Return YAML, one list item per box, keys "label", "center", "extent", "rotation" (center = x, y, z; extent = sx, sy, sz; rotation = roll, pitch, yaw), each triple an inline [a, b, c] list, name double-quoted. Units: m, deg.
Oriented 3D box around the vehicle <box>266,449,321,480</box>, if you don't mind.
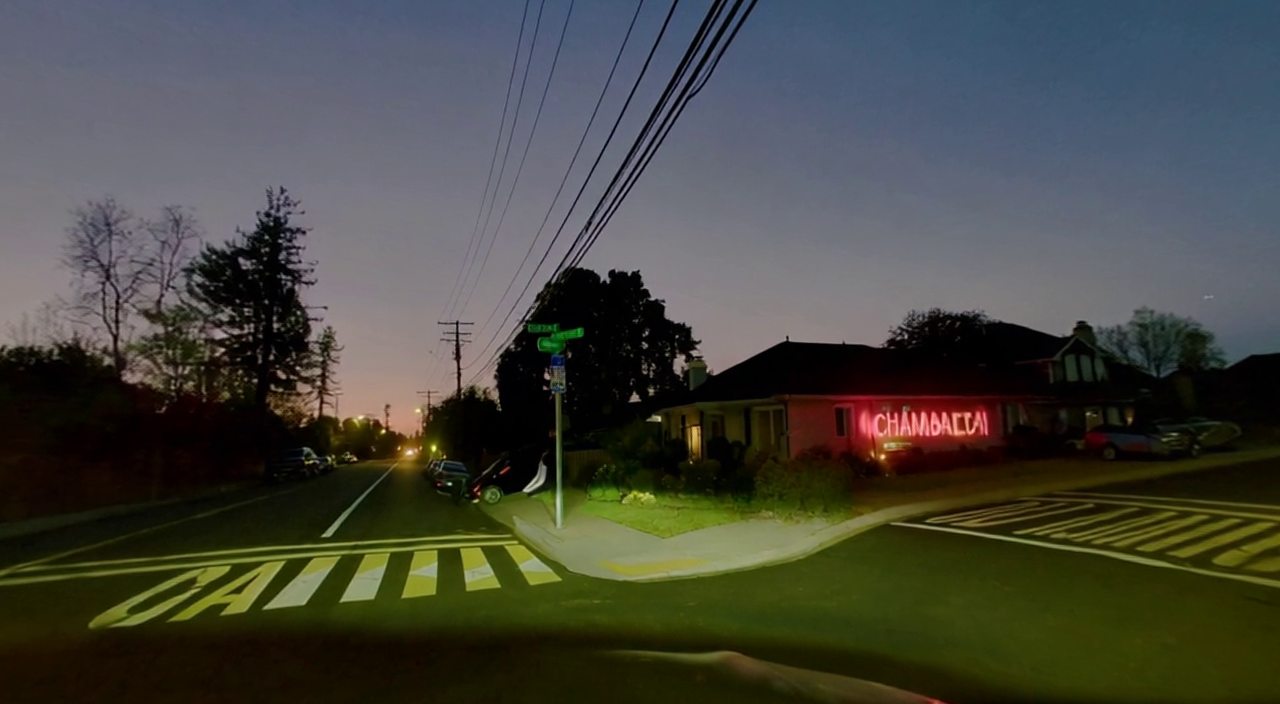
- label: "vehicle"
  center: [-21.998, 7.114, 40.309]
  extent: [2.203, 1.787, 4.704]
  rotation: [3, -9, -19]
